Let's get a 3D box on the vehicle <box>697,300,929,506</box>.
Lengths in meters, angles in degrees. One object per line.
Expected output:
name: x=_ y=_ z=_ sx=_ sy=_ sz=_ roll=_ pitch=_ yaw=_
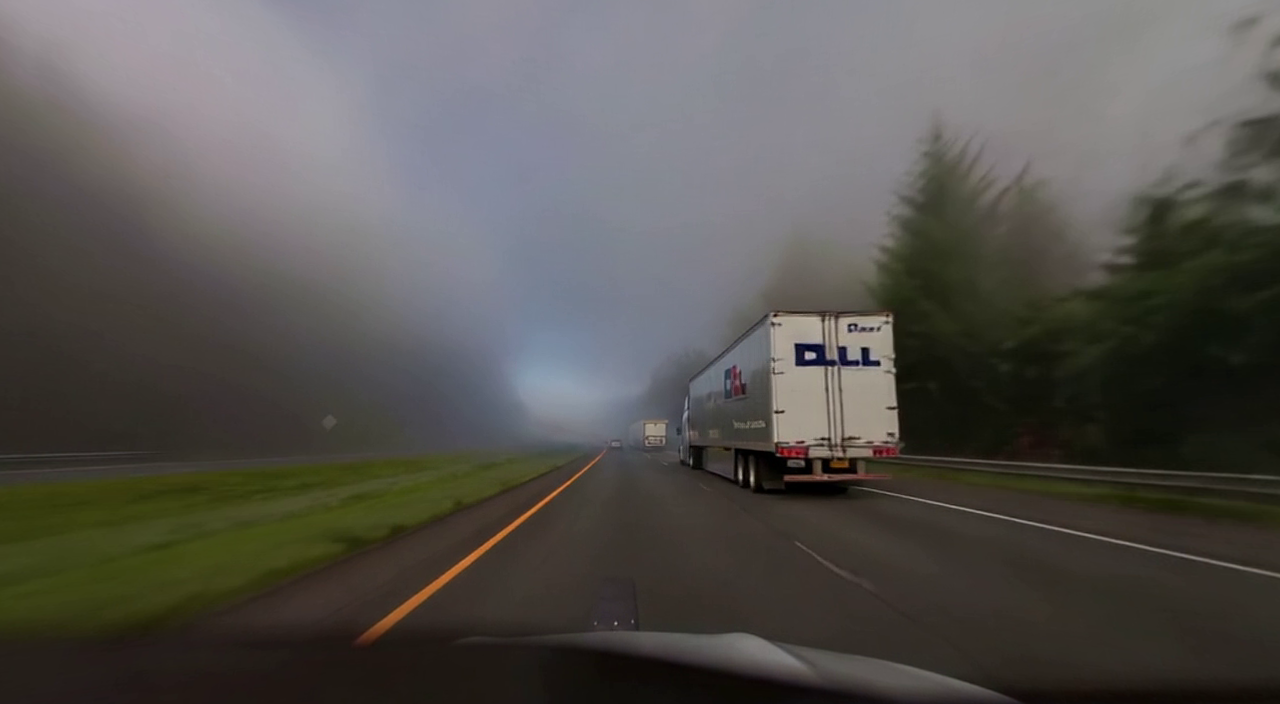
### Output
vehicle: x=4.023 y=1.948 z=19.497 sx=2.871 sy=4.072 sz=14.183 roll=0 pitch=-8 yaw=-1
